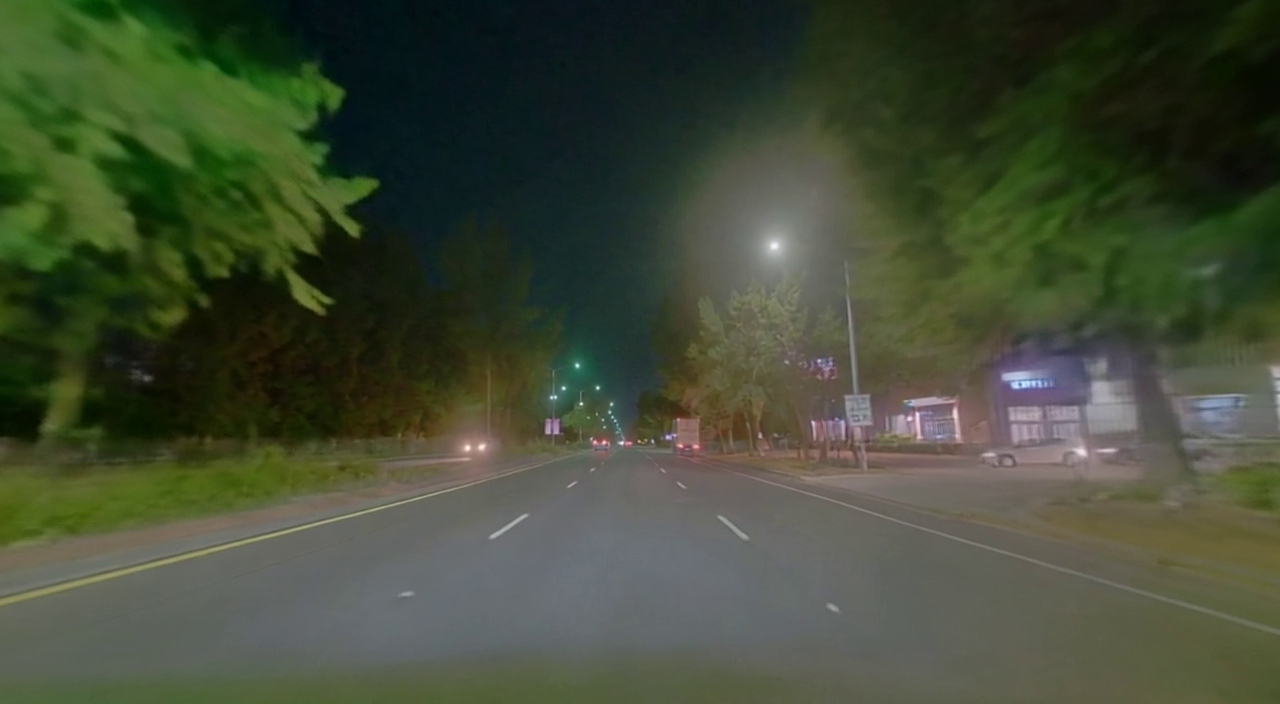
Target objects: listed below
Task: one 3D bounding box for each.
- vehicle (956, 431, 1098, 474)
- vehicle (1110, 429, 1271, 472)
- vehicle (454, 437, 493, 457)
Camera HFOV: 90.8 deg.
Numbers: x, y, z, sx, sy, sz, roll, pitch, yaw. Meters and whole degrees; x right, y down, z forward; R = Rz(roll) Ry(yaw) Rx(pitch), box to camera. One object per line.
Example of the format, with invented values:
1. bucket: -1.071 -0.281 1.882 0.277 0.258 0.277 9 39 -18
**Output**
1. vehicle: 14.899 3.893 24.500 4.296 1.596 1.807 0 -9 0
2. vehicle: 21.277 3.828 24.573 4.416 1.561 1.876 0 -9 1
3. vehicle: -12.758 7.274 48.563 1.887 1.447 4.031 0 -8 0
